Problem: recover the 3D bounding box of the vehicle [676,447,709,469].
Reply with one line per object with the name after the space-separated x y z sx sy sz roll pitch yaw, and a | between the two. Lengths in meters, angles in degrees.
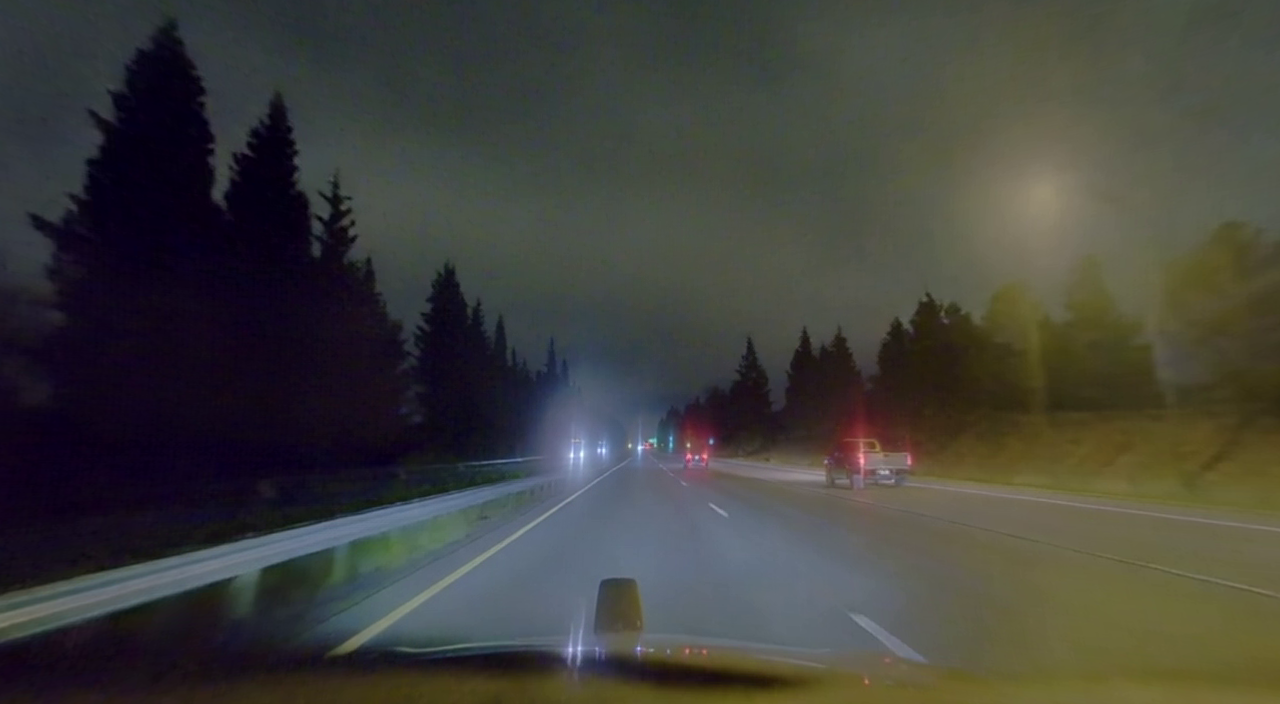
3.848 7.857 46.975 2.013 1.584 3.995 0 -9 -1 | vehicle
